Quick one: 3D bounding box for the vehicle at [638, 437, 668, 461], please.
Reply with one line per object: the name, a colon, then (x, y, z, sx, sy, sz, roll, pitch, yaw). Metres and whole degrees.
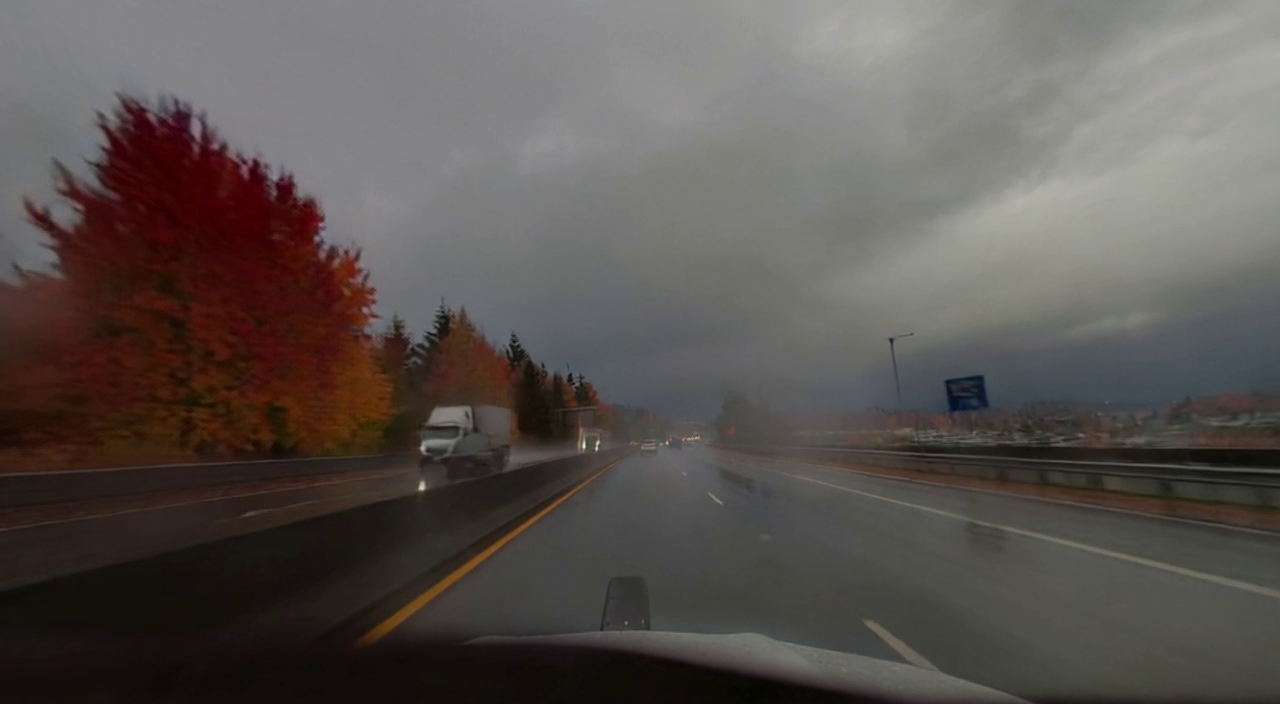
vehicle: (0.855, 6.556, 42.549, 1.924, 1.498, 3.817, 0, -8, 0)

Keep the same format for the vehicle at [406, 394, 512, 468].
vehicle: (-11.402, 5.332, 41.474, 2.982, 4.126, 12.745, 0, -8, 1)
